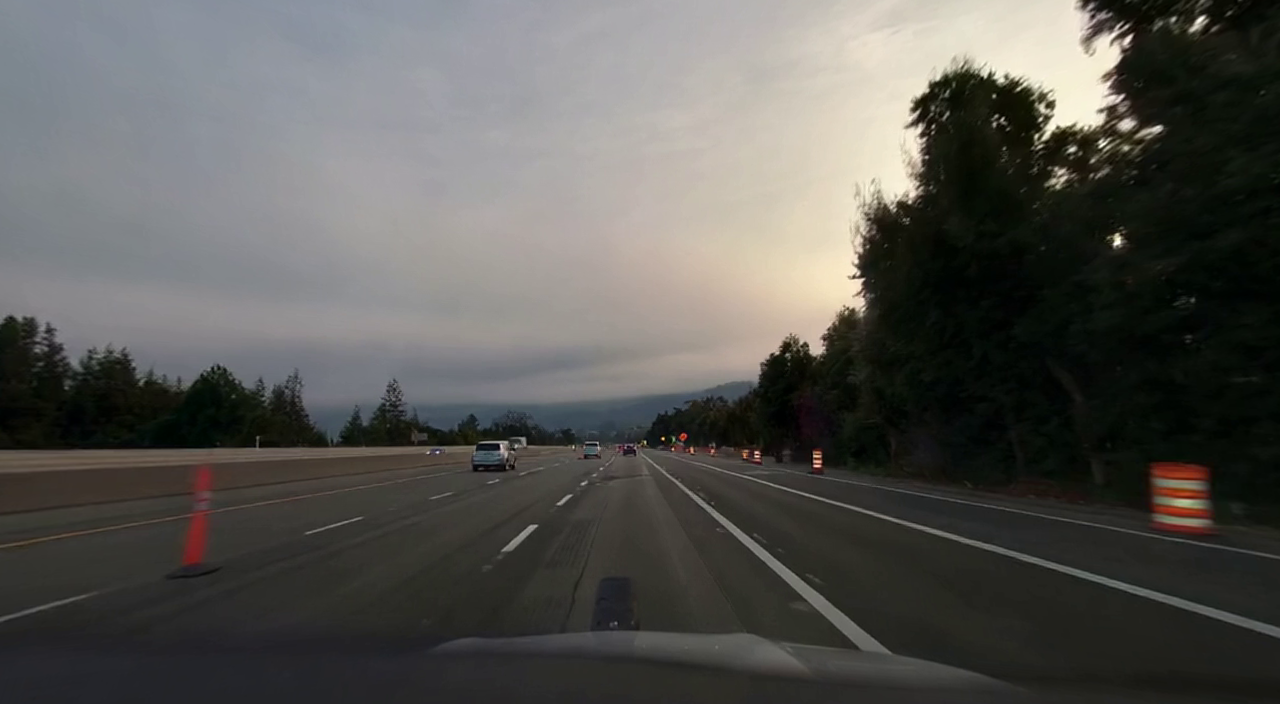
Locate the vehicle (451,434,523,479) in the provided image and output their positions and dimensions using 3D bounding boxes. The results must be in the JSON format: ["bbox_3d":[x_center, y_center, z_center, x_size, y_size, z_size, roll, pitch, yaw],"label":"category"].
[{"bbox_3d":[-6.505,4.498,27.472,2.036,1.758,4.529,0,-9,-1],"label":"vehicle"}]

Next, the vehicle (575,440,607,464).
[{"bbox_3d":[-3.661,7.571,47.900,2.099,1.717,4.461,0,-9,-1],"label":"vehicle"}]
